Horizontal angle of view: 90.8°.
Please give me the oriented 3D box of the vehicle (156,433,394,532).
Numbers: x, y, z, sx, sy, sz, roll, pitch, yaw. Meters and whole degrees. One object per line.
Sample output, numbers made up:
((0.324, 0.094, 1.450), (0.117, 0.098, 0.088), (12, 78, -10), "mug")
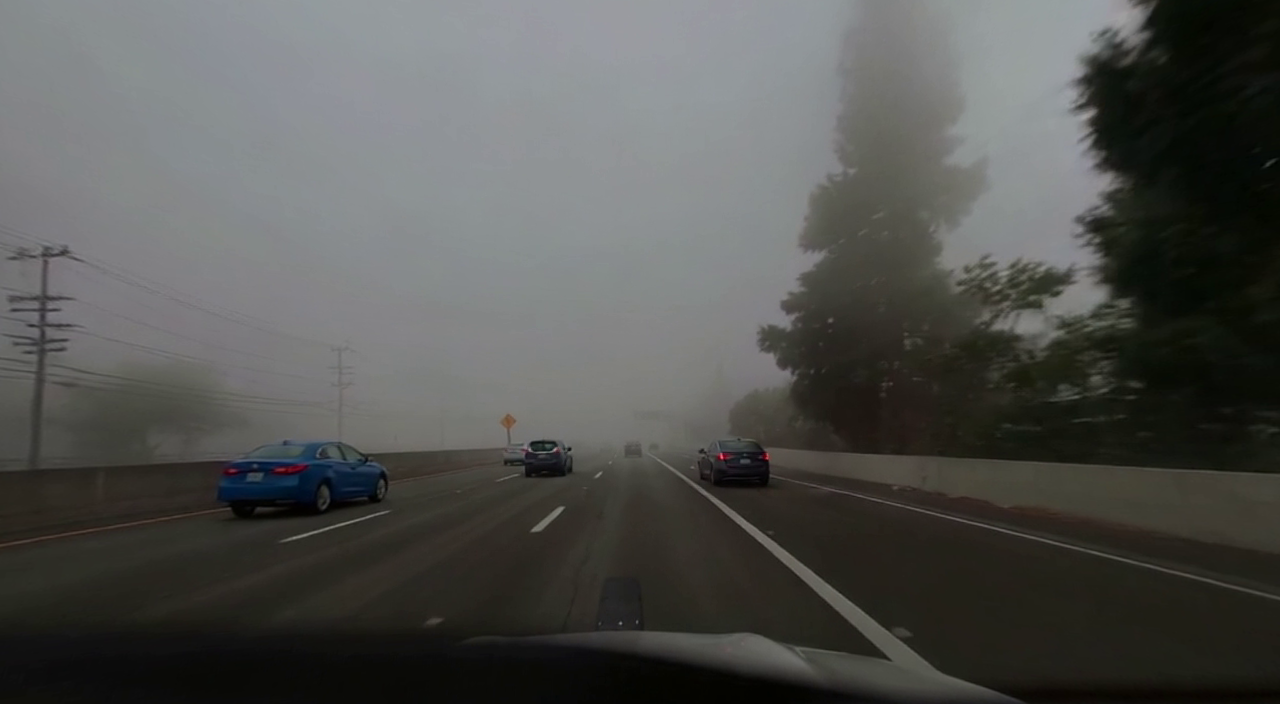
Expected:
((-6.377, 2.291, 11.736), (1.903, 1.482, 4.180), (0, -8, 0), "vehicle")

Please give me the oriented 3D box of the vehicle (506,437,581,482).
((-3.455, 3.931, 23.440), (2.066, 1.488, 4.377), (0, -8, 0), "vehicle")

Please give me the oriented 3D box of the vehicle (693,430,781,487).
((3.064, 3.487, 21.043), (2.100, 1.659, 4.387), (0, -8, -2), "vehicle")
